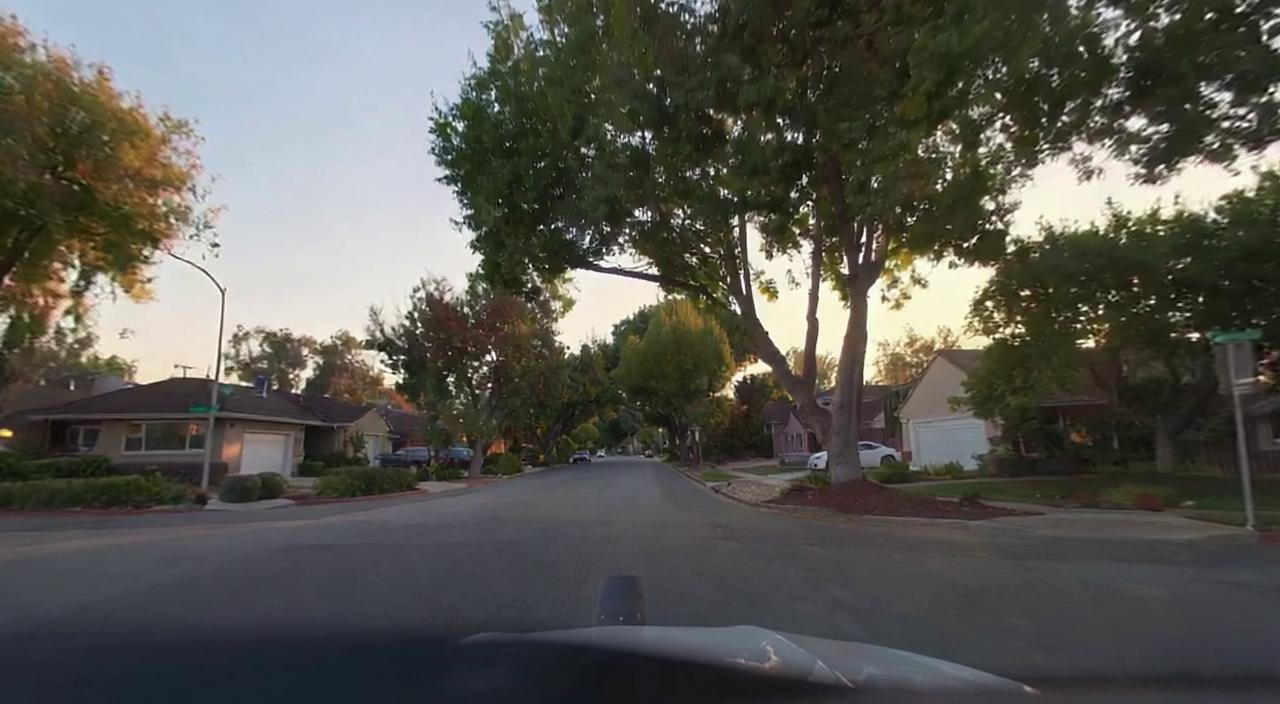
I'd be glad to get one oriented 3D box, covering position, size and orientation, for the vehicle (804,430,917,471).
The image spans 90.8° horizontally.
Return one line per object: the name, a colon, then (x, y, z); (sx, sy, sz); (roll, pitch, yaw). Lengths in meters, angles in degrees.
vehicle: (11.133, 5.022, 32.144); (4.894, 1.616, 1.965); (-5, -9, 1)
